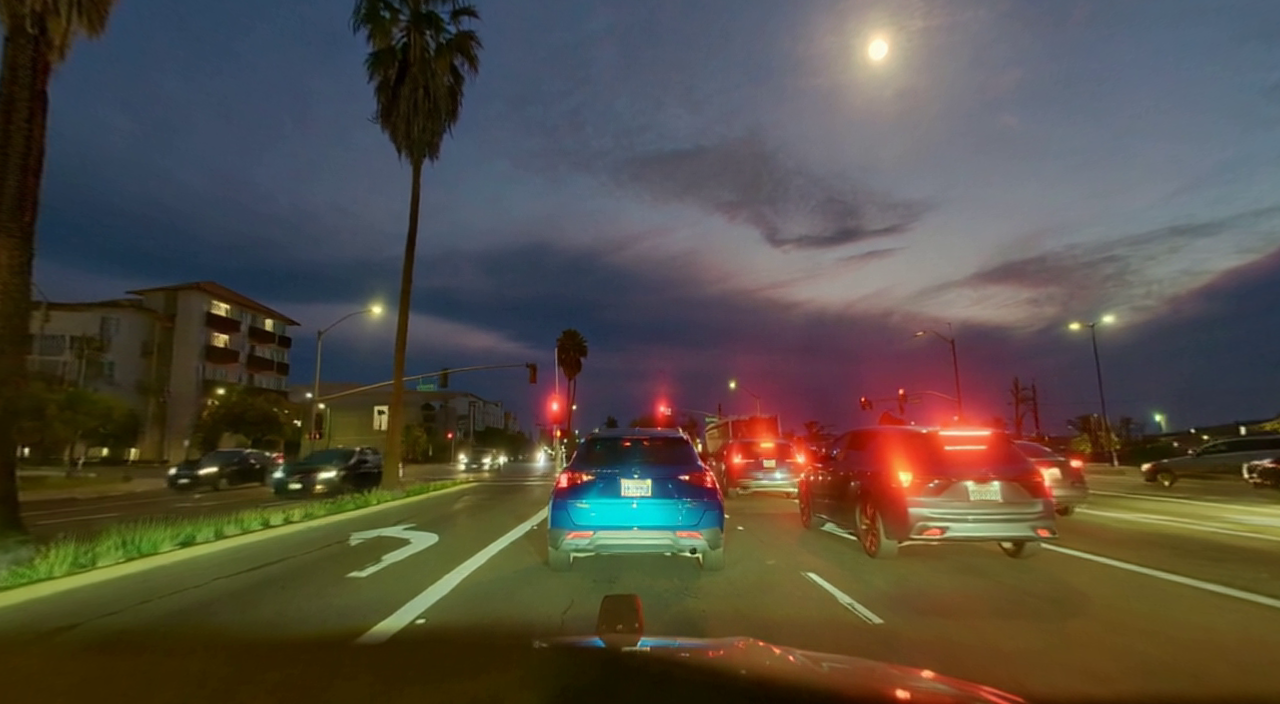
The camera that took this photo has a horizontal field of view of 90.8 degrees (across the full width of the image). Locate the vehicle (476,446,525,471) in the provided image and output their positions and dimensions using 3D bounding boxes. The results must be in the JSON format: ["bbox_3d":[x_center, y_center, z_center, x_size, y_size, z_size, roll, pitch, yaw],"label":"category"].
[{"bbox_3d":[-8.595,6.580,39.291,1.975,1.478,4.670,0,-9,0],"label":"vehicle"}]

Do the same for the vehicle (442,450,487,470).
[{"bbox_3d":[-12.289,7.597,44.516,1.946,1.347,4.021,0,-9,1],"label":"vehicle"}]

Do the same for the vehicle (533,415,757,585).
[{"bbox_3d":[0.038,1.688,7.977,2.083,1.572,4.021,0,-9,0],"label":"vehicle"}]

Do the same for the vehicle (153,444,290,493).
[{"bbox_3d":[-16.458,4.564,25.230,2.167,1.737,4.824,0,-9,0],"label":"vehicle"}]

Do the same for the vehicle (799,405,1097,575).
[{"bbox_3d":[3.685,1.724,8.605,1.947,1.725,4.159,0,-9,0],"label":"vehicle"}]

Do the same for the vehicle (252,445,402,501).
[{"bbox_3d":[-9.170,3.554,19.034,2.168,1.462,4.505,0,-9,0],"label":"vehicle"}]

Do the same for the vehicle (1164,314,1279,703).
[{"bbox_3d":[3.390,0.452,0.158,2.171,1.806,5.058,0,-9,0],"label":"vehicle"}]
